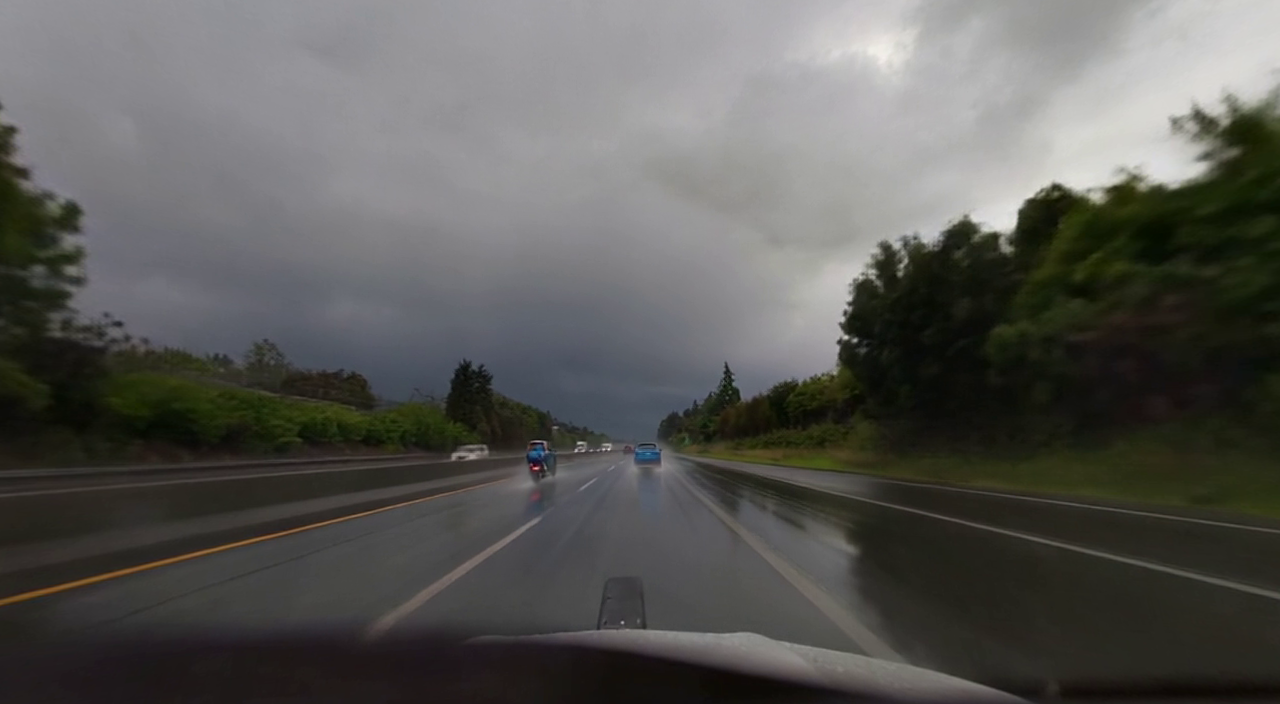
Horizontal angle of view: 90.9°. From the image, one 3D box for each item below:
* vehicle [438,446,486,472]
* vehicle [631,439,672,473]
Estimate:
[{"bbox_3d":[-11.523,6.935,41.164,1.876,1.573,4.200,0,-9,1],"label":"vehicle"},{"bbox_3d":[0.635,6.059,36.722,2.247,1.825,4.036,0,-9,1],"label":"vehicle"}]
